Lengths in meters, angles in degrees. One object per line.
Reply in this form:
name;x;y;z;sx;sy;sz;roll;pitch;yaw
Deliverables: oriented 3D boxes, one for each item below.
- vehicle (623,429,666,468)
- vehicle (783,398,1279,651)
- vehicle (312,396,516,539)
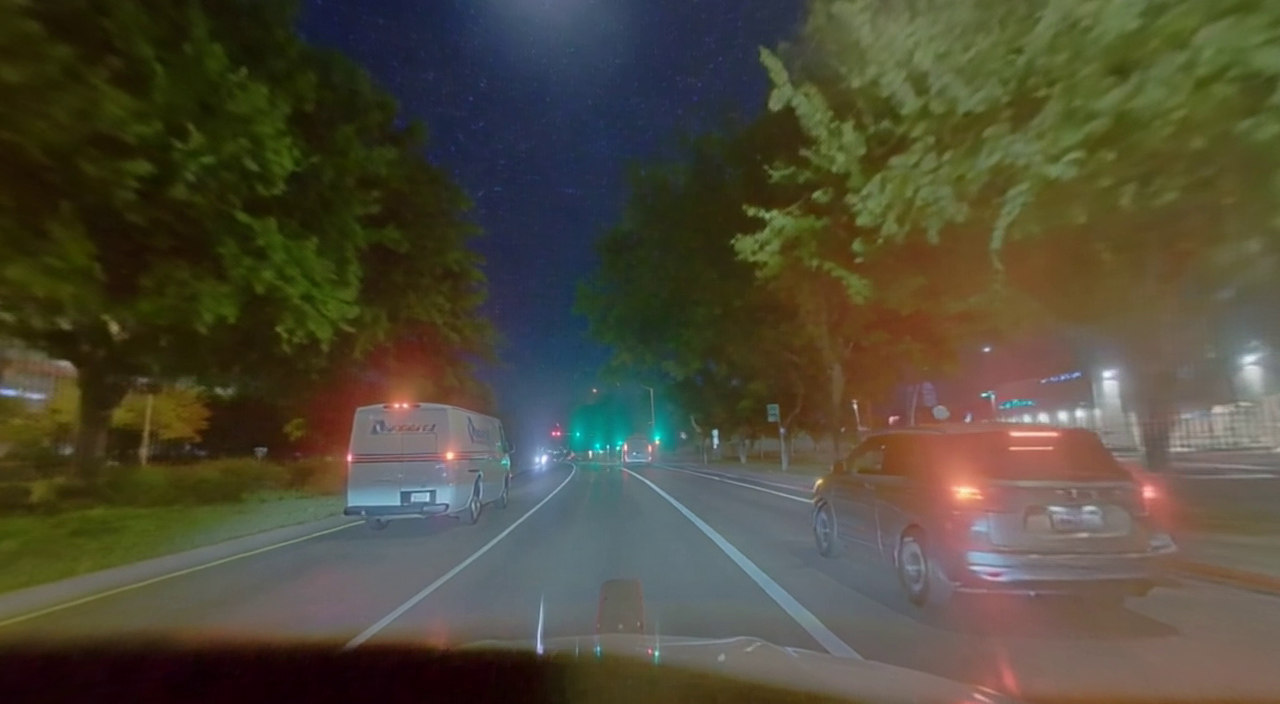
vehicle;0.219;6.839;44.738;2.397;2.566;5.324;1;-9;-6
vehicle;3.172;1.489;6.586;2.087;1.658;4.612;0;-9;-2
vehicle;-3.982;2.143;12.250;2.420;2.227;4.499;0;-9;-2
